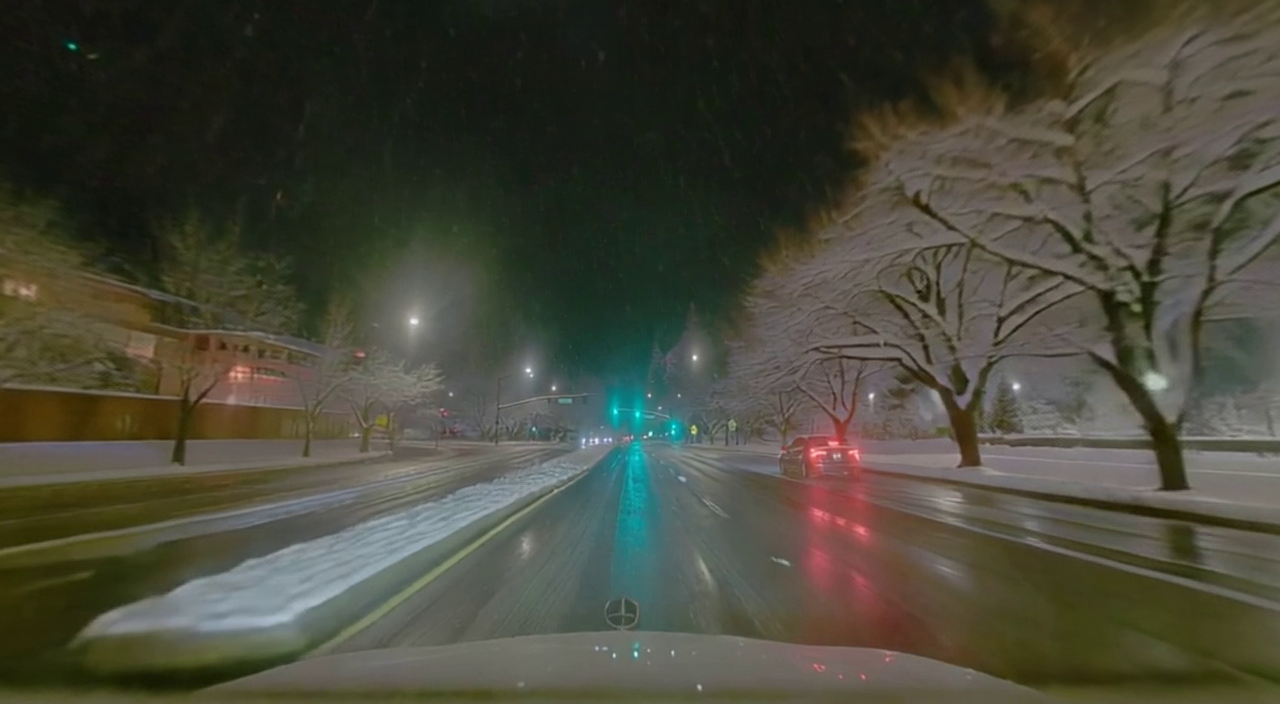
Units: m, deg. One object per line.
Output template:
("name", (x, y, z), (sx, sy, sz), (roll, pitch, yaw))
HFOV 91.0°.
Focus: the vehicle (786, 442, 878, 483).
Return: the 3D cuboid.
("vehicle", (7.221, 4.193, 24.240), (2.054, 1.421, 4.487), (0, -9, -1))
